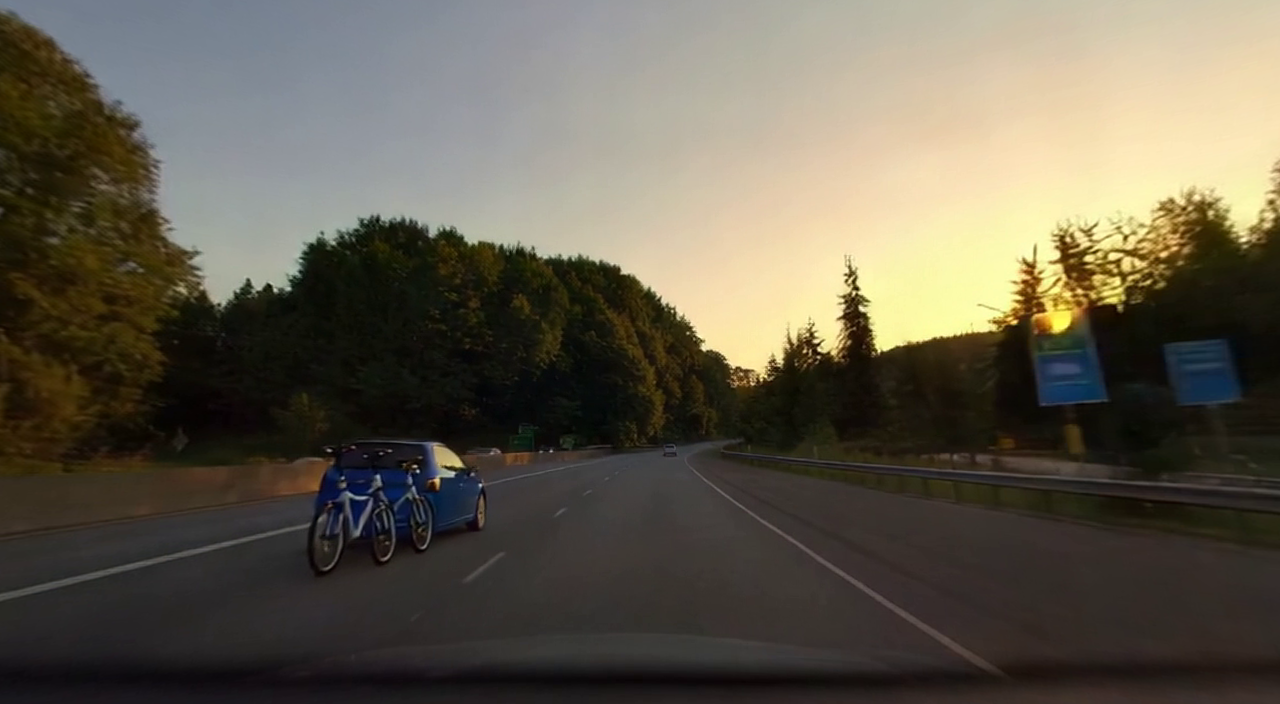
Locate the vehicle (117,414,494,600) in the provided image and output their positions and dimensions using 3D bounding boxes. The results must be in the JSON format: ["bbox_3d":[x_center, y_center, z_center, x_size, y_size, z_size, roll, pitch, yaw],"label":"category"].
[{"bbox_3d":[-3.336,1.650,7.561,2.108,1.557,4.344,0,-9,0],"label":"vehicle"}]
